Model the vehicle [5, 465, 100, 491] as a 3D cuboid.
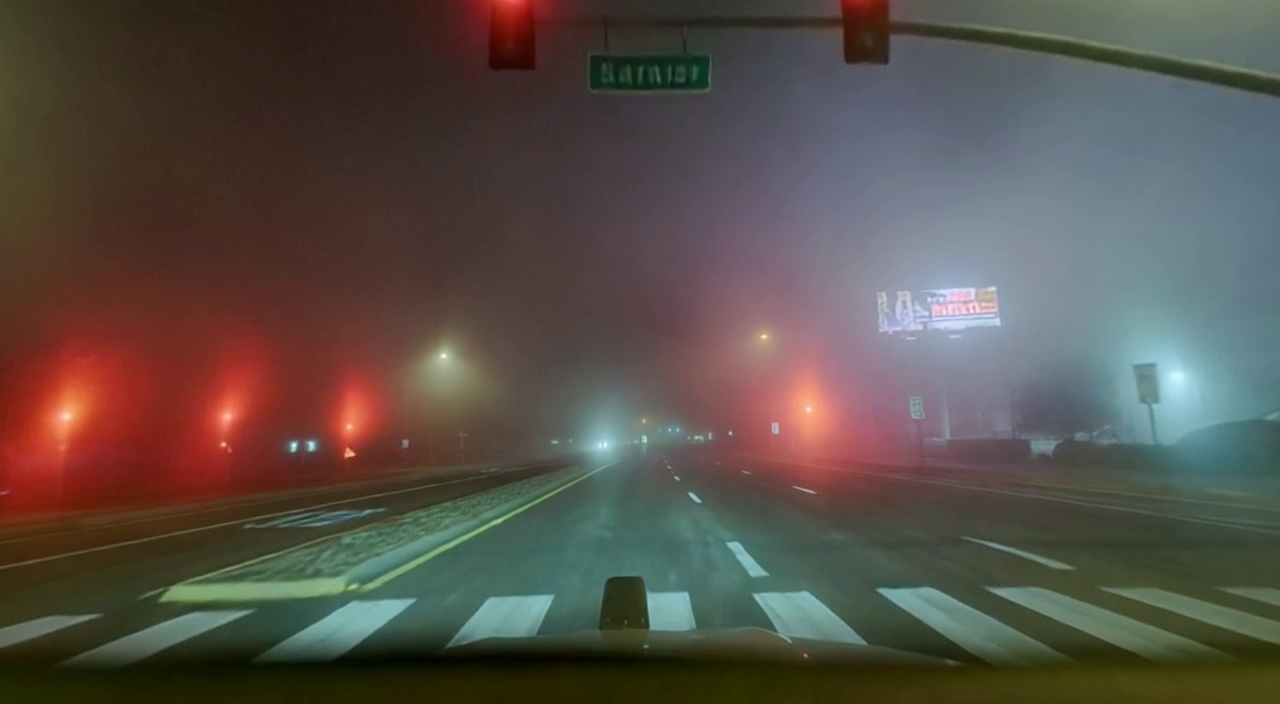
[{"bbox_3d":[-37.074,7.928,39.937,1.736,1.399,4.271,-1,-8,5],"label":"vehicle"}]
